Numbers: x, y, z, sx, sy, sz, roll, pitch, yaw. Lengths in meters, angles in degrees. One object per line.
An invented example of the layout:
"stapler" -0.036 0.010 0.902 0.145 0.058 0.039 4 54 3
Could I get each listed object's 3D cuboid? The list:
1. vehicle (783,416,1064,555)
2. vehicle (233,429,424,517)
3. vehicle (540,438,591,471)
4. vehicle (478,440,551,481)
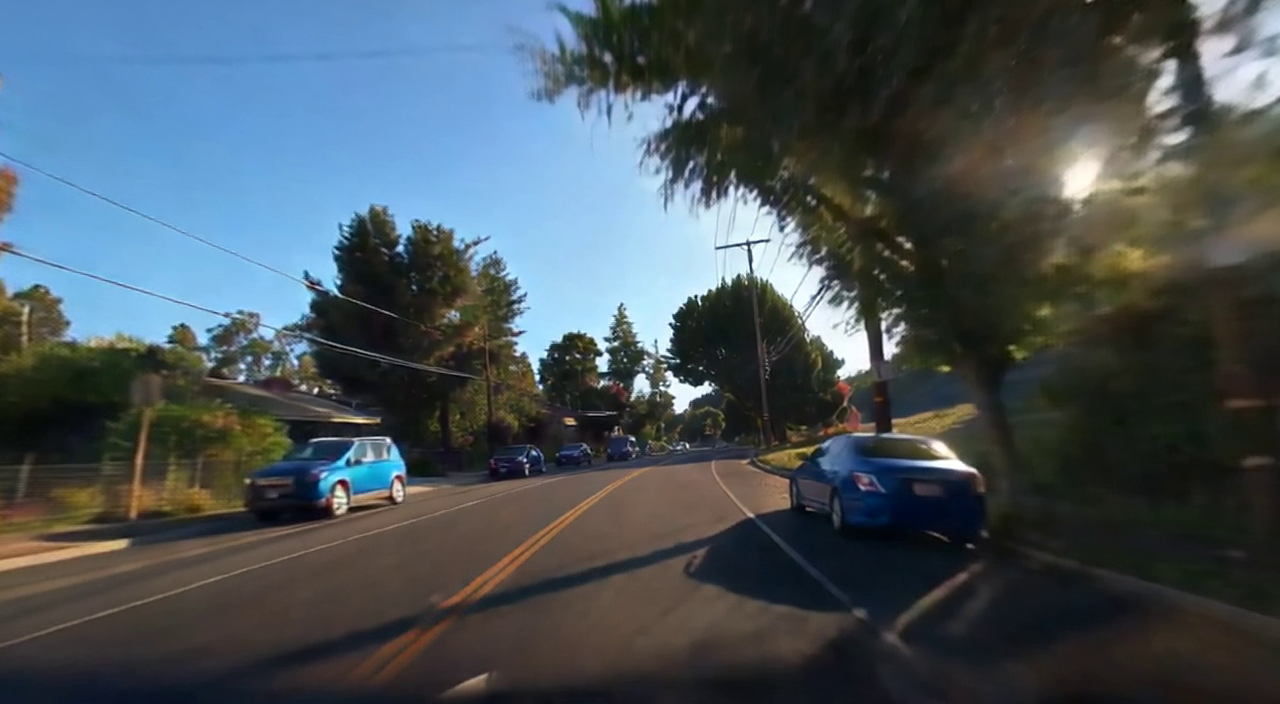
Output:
"vehicle" 3.550 1.771 9.078 2.054 1.470 4.504 0 -9 2
"vehicle" -6.950 2.816 14.779 2.025 1.715 4.363 -1 -11 3
"vehicle" -4.437 6.226 38.070 1.927 1.542 3.886 -9 -13 7
"vehicle" -5.594 4.990 28.802 1.840 1.523 4.333 4 -11 8
